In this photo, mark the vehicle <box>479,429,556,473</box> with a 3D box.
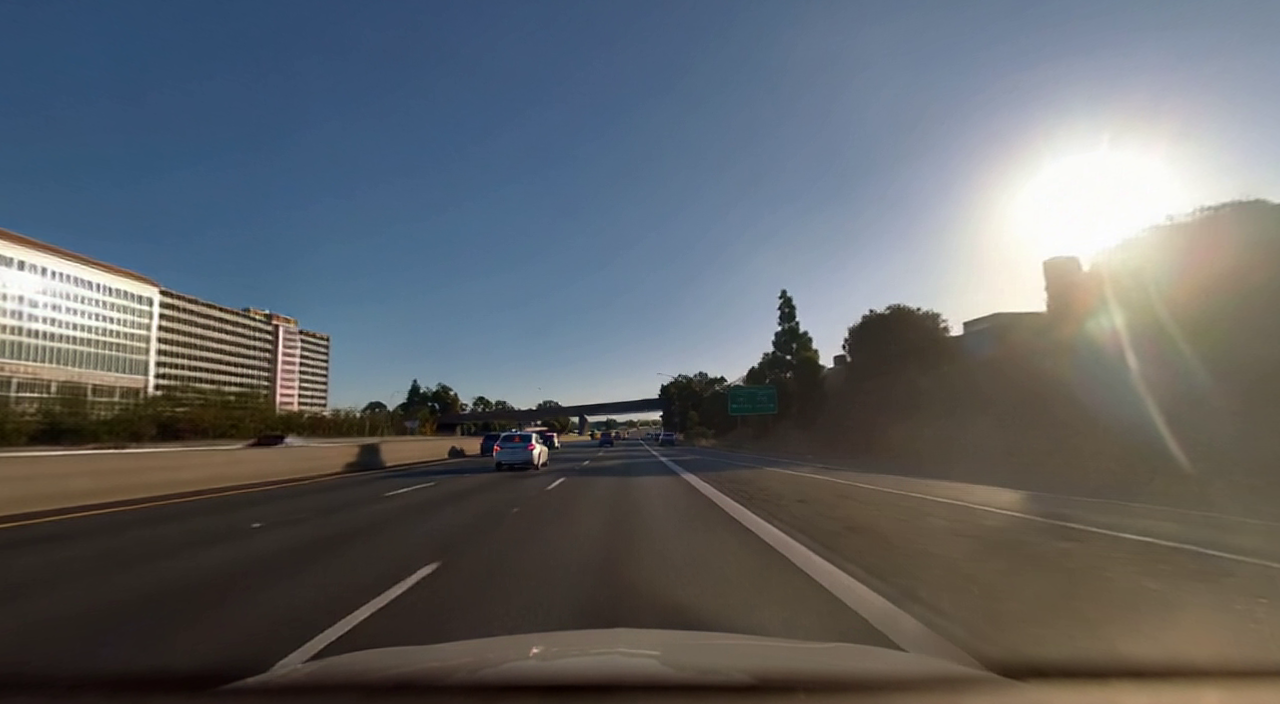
[{"bbox_3d":[-4.455,3.669,23.611,1.996,1.490,4.571,0,-8,0],"label":"vehicle"}]

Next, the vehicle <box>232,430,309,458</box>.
[{"bbox_3d":[-20.891,5.207,35.716,1.847,1.522,4.153,0,-8,0],"label":"vehicle"}]
